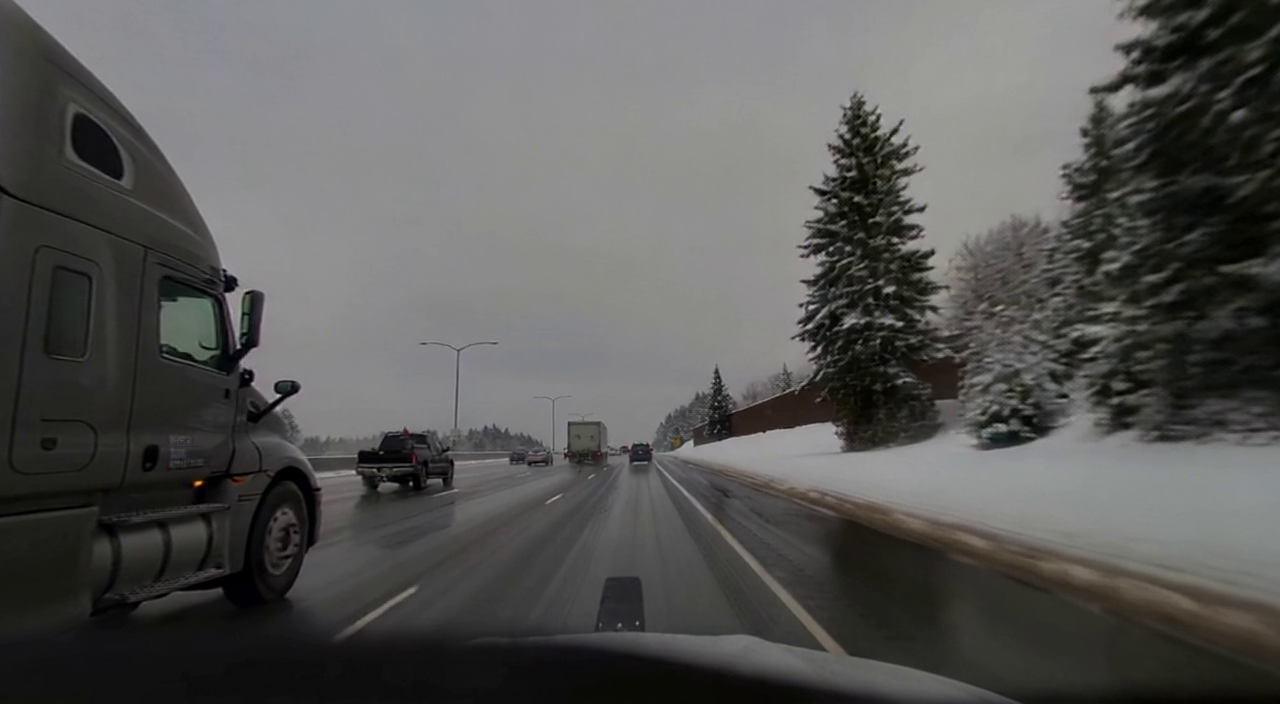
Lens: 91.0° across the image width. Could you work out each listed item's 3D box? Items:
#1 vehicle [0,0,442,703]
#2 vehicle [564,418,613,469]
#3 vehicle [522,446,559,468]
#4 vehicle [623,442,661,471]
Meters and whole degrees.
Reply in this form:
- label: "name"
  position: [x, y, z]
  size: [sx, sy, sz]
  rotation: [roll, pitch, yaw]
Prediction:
- label: "vehicle"
  position: [-3.676, 0.079, 1.833]
  size: [3.025, 3.266, 9.256]
  rotation: [0, -9, 1]
- label: "vehicle"
  position: [-3.567, 6.696, 46.002]
  size: [2.956, 3.331, 9.575]
  rotation: [0, -9, -1]
- label: "vehicle"
  position: [-7.175, 7.635, 45.822]
  size: [1.962, 1.489, 4.002]
  rotation: [0, -9, 1]
- label: "vehicle"
  position: [0.129, 6.292, 38.224]
  size: [2.178, 1.640, 4.071]
  rotation: [0, -9, 1]
